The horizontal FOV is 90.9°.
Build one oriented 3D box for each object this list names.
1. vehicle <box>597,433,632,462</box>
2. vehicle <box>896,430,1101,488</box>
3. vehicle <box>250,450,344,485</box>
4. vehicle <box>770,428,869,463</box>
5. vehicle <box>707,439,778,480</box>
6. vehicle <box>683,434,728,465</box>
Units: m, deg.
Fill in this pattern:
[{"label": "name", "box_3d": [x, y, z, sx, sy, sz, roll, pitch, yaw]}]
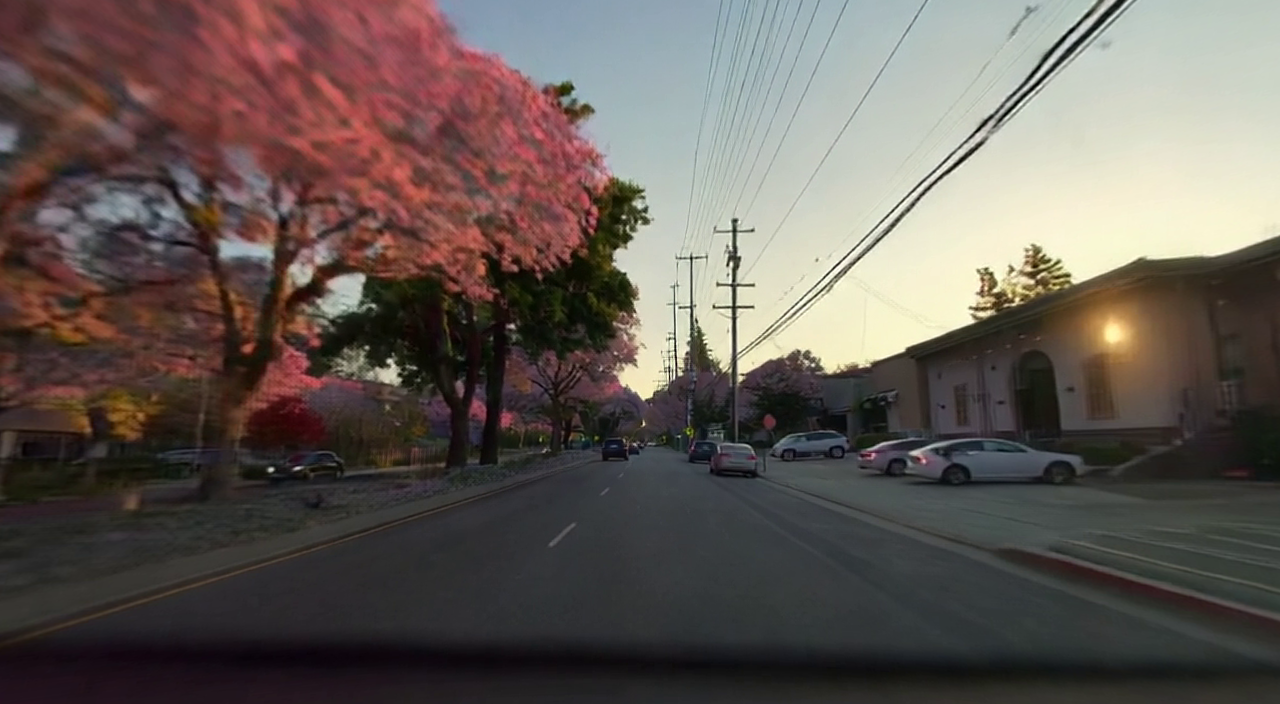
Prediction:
[{"label": "vehicle", "box_3d": [-1.774, 6.817, 45.074, 2.202, 1.961, 4.980, 0, -8, 1]}, {"label": "vehicle", "box_3d": [9.650, 2.893, 17.234, 4.430, 1.480, 1.923, 0, -8, -2]}, {"label": "vehicle", "box_3d": [-16.473, 5.530, 30.557, 1.954, 1.497, 4.613, 0, -8, 0]}, {"label": "vehicle", "box_3d": [9.891, 5.208, 35.011, 4.818, 1.847, 2.257, -1, -8, 2]}, {"label": "vehicle", "box_3d": [3.978, 4.259, 25.245, 2.042, 1.465, 4.455, 0, -8, 0]}, {"label": "vehicle", "box_3d": [4.240, 6.455, 41.858, 2.280, 1.904, 5.779, 0, -8, -1]}]
